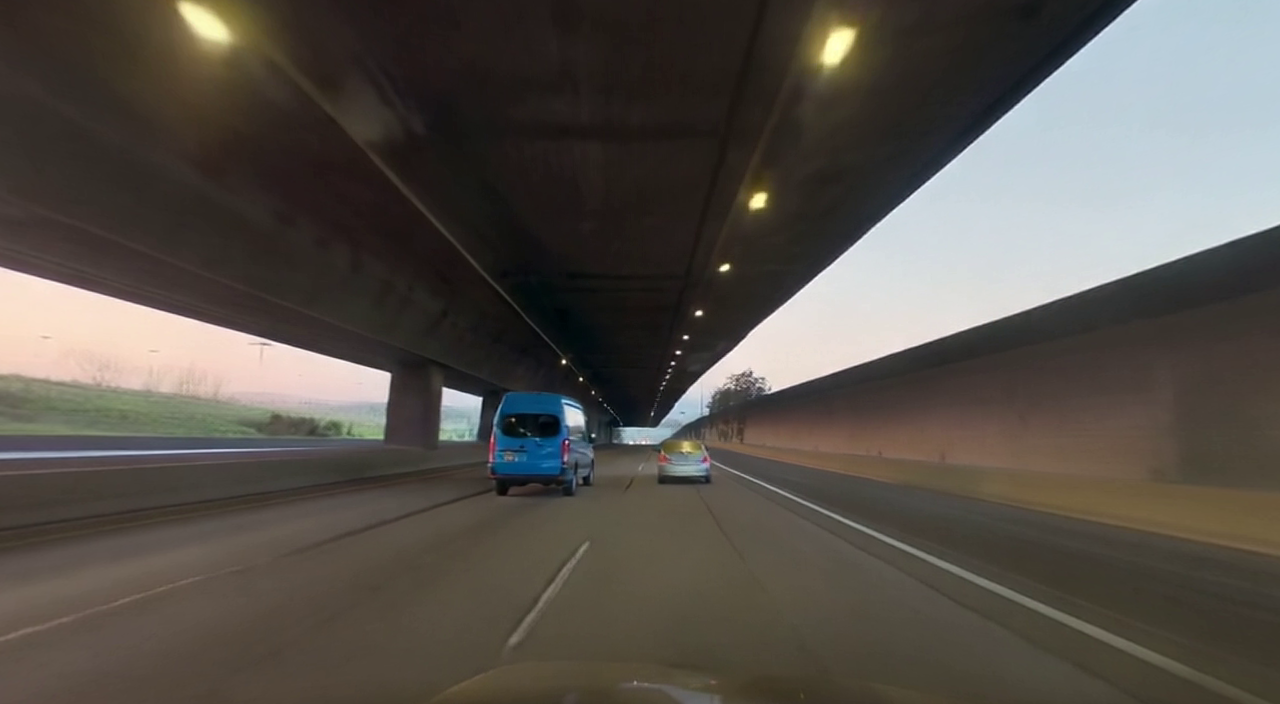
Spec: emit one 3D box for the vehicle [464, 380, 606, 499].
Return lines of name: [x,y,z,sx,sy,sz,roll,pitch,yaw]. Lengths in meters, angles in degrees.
vehicle: [-2.324,2.177,15.751,2.404,2.459,5.229,-1,-8,3]

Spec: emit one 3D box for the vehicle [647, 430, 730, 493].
vehicle: [1.289,3.056,17.975,2.095,1.553,4.069,-1,-8,2]
